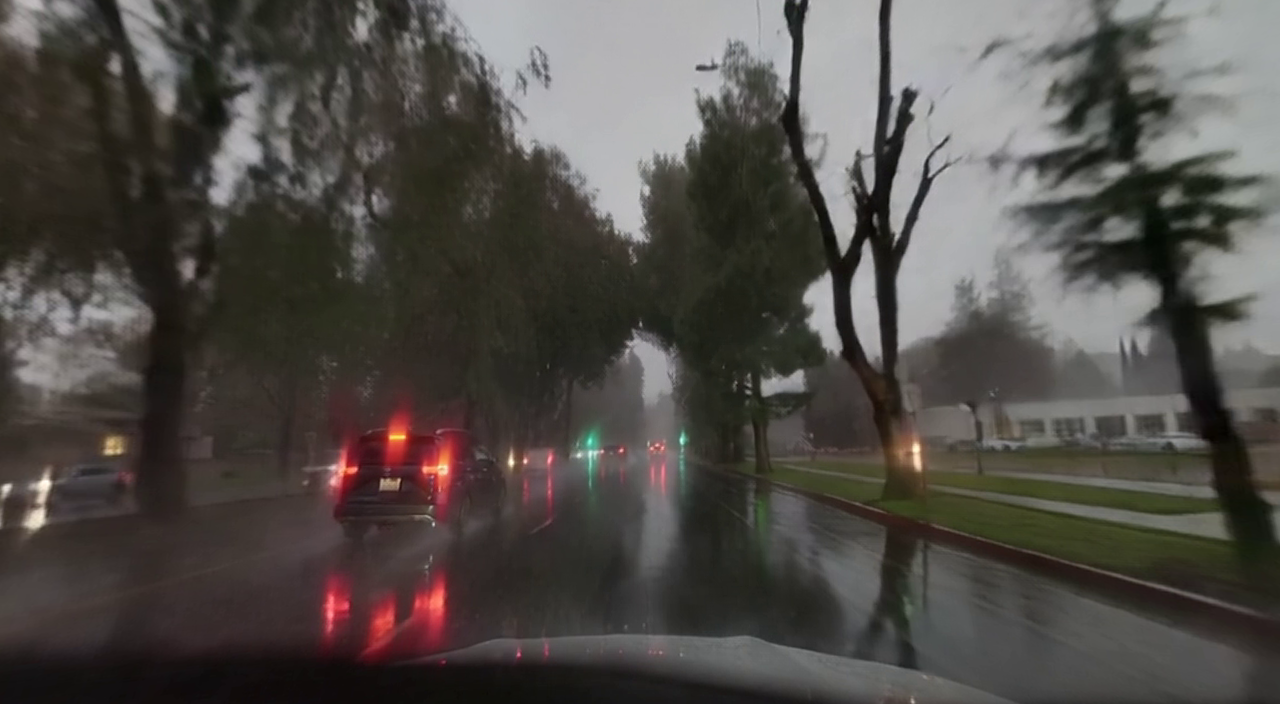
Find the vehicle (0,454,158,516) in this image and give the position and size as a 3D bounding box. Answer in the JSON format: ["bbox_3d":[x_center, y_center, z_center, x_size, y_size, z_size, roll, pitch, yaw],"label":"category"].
[{"bbox_3d":[-22.336,5.020,24.517,2.259,1.943,5.934,0,-8,2],"label":"vehicle"}]

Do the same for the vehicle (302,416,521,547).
[{"bbox_3d":[-3.528,2.088,10.814,2.123,1.761,4.322,0,-9,0],"label":"vehicle"}]

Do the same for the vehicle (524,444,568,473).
[{"bbox_3d":[-5.820,6.645,39.540,1.985,1.708,4.310,-1,-9,2],"label":"vehicle"}]
